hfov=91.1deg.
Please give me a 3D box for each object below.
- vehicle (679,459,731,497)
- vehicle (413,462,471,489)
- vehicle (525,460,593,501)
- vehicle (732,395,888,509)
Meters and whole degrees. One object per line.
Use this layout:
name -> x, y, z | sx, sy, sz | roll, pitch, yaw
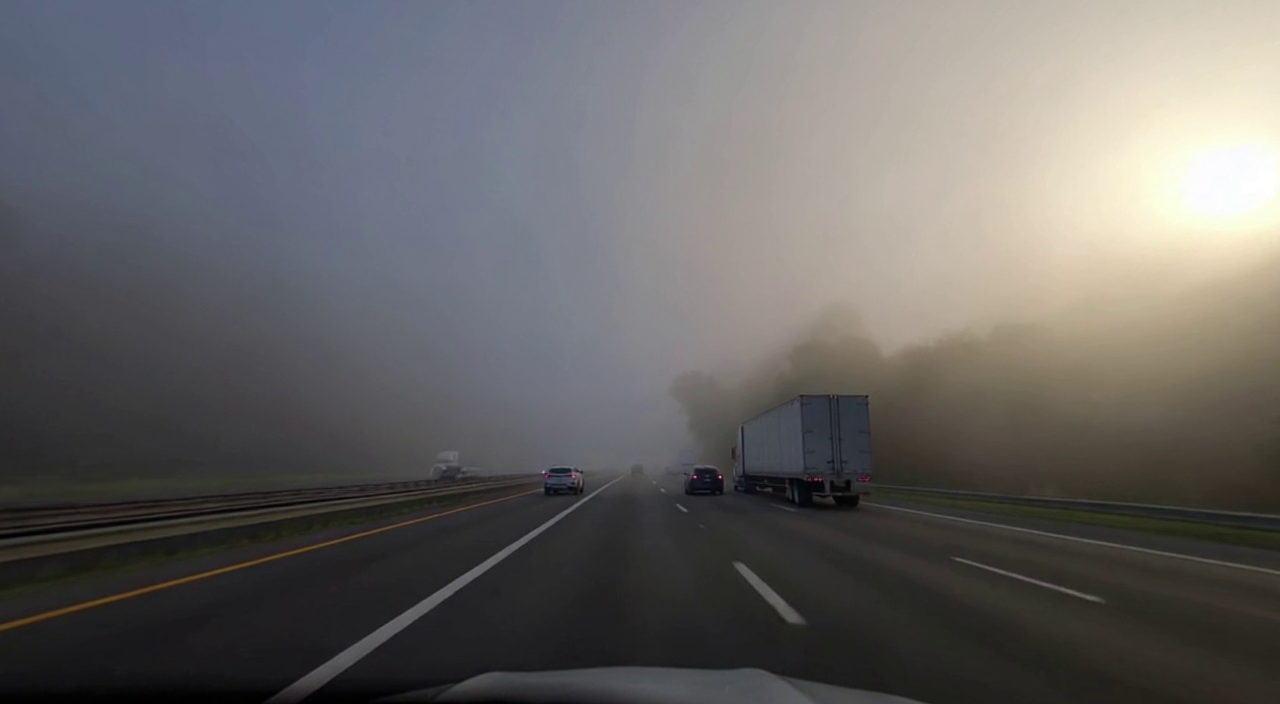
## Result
vehicle -> 3.216, 6.372, 31.929 | 2.050, 1.708, 4.457 | 1, -10, -1
vehicle -> -11.668, 7.317, 37.310 | 1.870, 1.474, 4.645 | 1, -10, 0
vehicle -> -3.269, 5.321, 26.258 | 2.065, 1.485, 4.682 | 1, -10, 2
vehicle -> 7.453, 5.208, 31.636 | 2.861, 4.086, 17.499 | 1, -10, -1
